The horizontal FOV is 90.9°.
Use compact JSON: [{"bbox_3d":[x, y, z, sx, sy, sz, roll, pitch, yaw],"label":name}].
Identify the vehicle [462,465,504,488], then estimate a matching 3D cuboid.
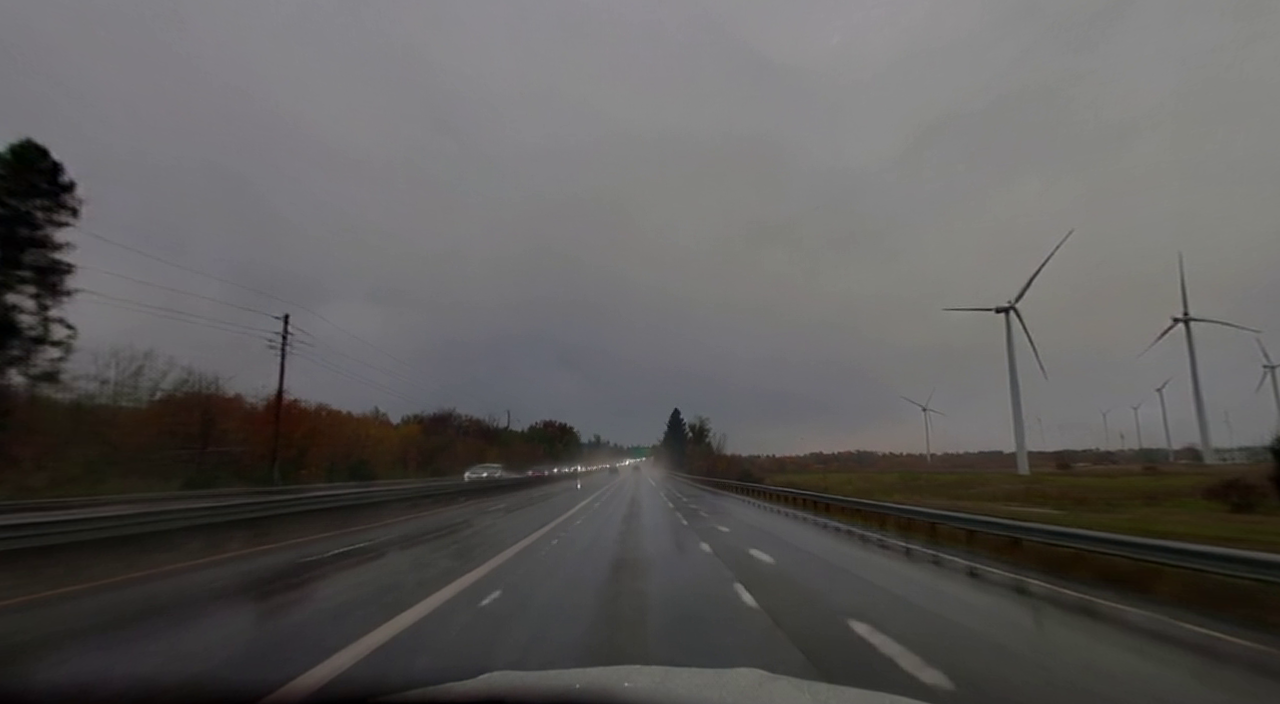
[{"bbox_3d":[-12.155,9.665,49.059,2.068,1.615,4.594,1,-11,1],"label":"vehicle"}]
